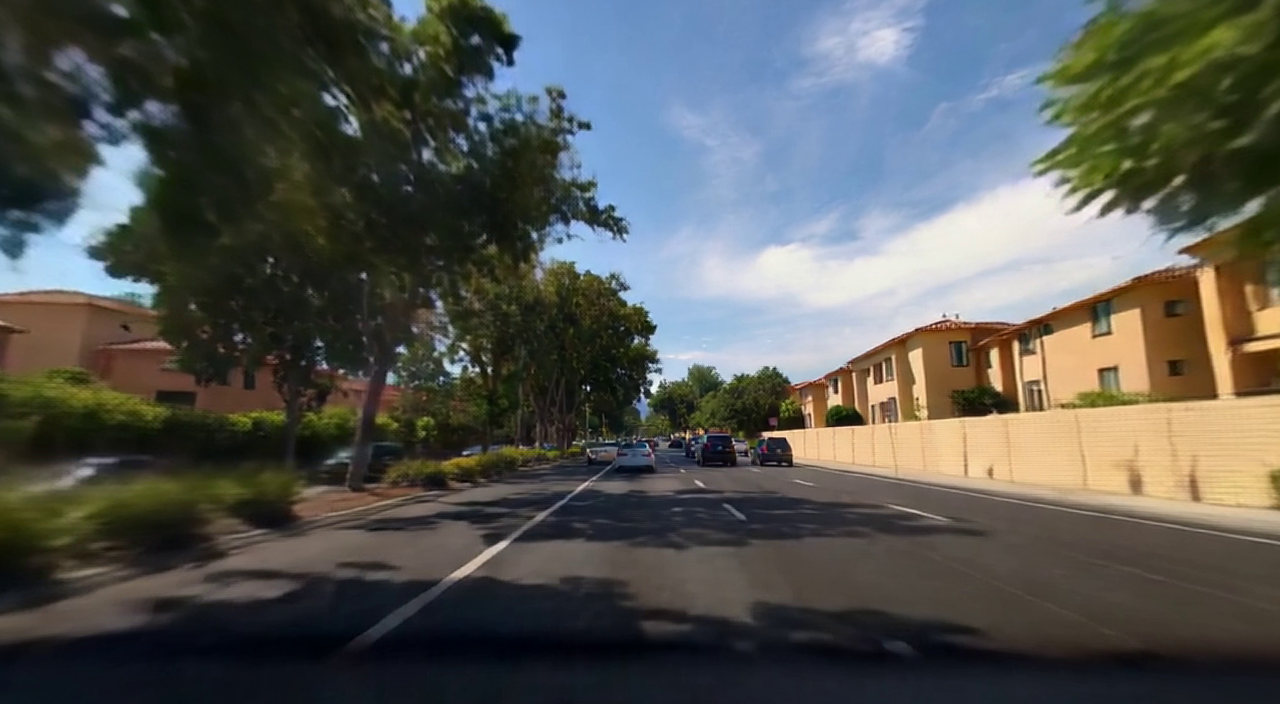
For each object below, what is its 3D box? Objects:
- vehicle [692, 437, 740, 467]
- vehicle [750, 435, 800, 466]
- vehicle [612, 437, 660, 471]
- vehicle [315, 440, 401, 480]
[{"bbox_3d":[4.036,5.384,34.143,2.067,1.514,4.188,0,-8,0],"label":"vehicle"},{"bbox_3d":[7.796,5.710,36.811,1.972,1.700,4.269,0,-8,0],"label":"vehicle"},{"bbox_3d":[-0.145,4.738,29.491,2.102,1.481,3.907,0,-8,1],"label":"vehicle"},{"bbox_3d":[-13.744,5.260,31.088,2.019,1.778,4.593,0,-8,1],"label":"vehicle"}]
